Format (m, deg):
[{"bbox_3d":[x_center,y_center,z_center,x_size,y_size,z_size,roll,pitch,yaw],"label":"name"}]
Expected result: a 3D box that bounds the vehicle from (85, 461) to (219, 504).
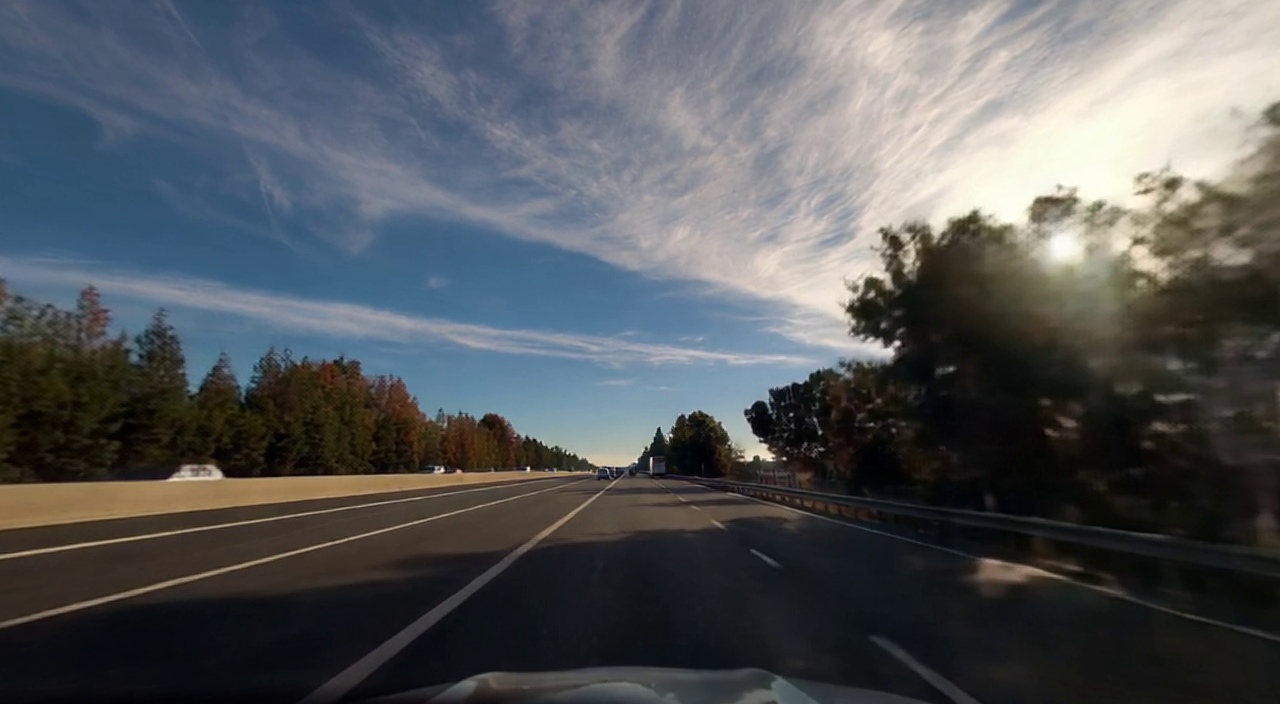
[{"bbox_3d":[-18.947,5.073,24.775,1.803,1.508,4.279,1,-10,0],"label":"vehicle"}]
